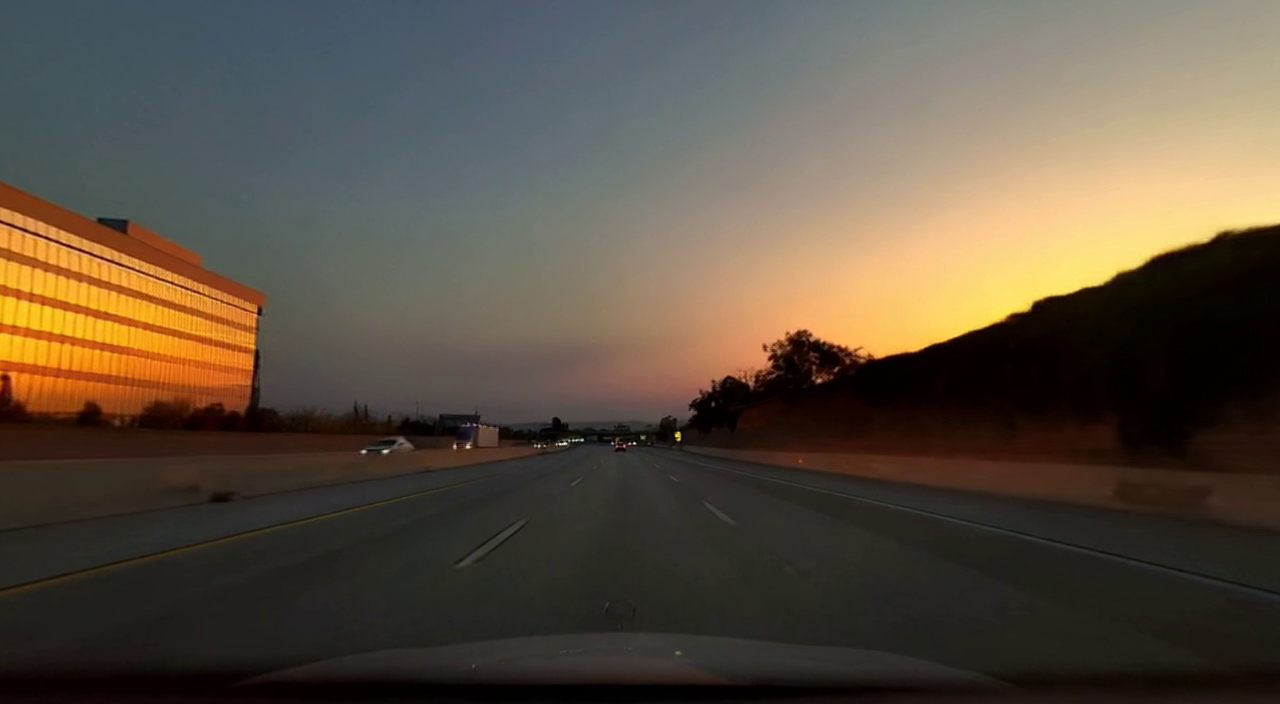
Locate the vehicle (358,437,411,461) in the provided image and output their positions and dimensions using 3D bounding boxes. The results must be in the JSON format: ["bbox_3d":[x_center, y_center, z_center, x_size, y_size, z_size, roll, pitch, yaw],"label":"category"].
[{"bbox_3d":[-17.495,6.688,43.129,1.876,1.508,4.171,0,-9,0],"label":"vehicle"}]
